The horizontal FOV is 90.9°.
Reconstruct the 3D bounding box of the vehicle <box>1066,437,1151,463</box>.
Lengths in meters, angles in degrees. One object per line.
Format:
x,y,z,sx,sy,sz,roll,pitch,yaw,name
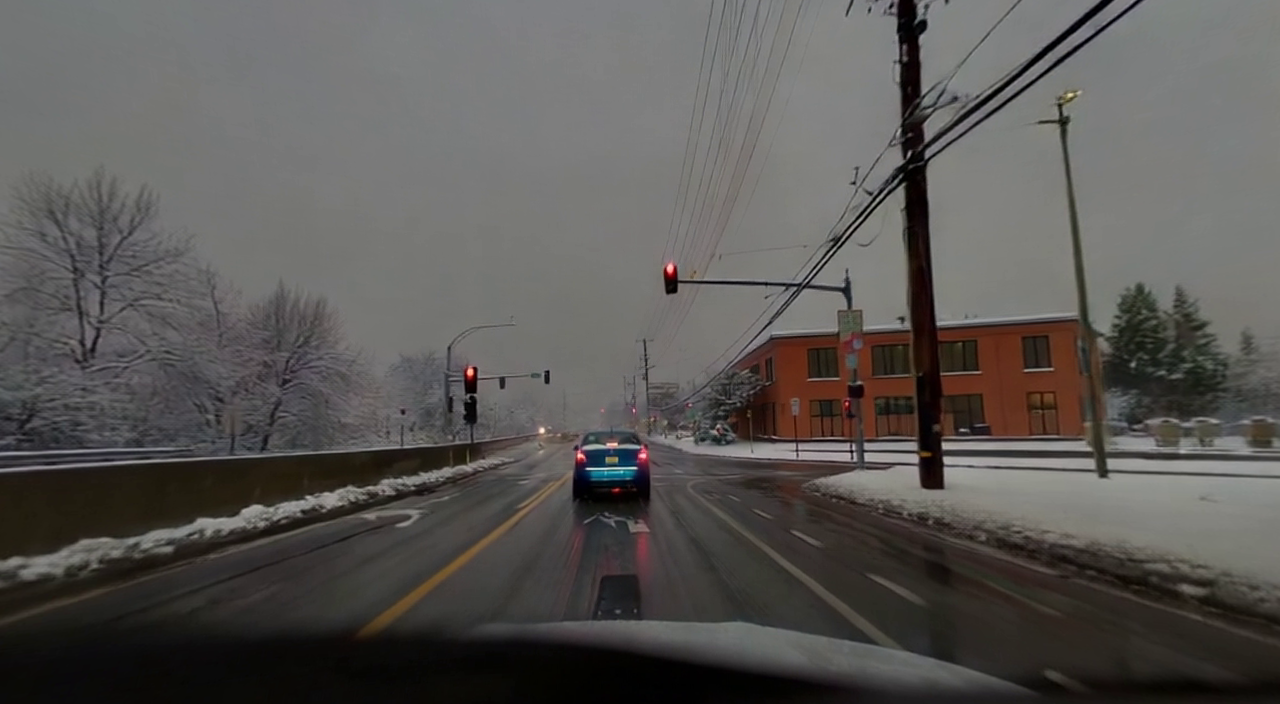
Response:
27.658,5.780,37.287,1.635,1.433,3.558,4,-9,-31,vehicle

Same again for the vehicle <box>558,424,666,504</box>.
-0.580,2.464,14.336,2.123,1.566,3.662,0,-8,-1,vehicle
